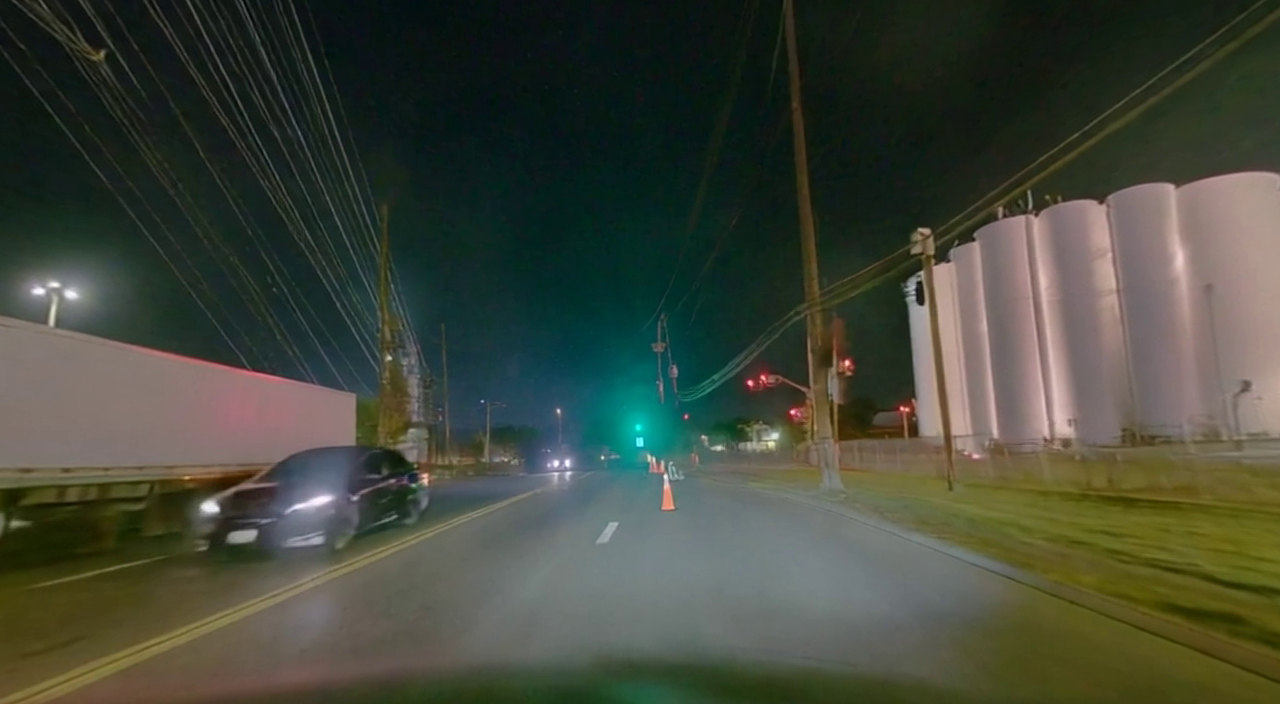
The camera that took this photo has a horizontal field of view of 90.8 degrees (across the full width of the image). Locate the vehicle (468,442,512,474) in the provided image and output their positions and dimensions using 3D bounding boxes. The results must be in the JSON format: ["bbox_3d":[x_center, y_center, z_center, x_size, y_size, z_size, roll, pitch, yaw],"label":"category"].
[{"bbox_3d":[-9.082,6.418,38.525,2.169,1.826,4.755,1,-9,-9],"label":"vehicle"}]

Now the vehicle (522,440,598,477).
[{"bbox_3d":[-3.750,5.135,30.682,1.944,1.645,4.701,-2,-9,16],"label":"vehicle"}]

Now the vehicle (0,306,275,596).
[{"bbox_3d":[-8.471,1.284,8.272,2.905,3.133,7.675,0,-8,-2],"label":"vehicle"}]

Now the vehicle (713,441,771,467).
[{"bbox_3d":[6.110,6.021,37.489,2.053,1.477,4.218,-4,-10,29],"label":"vehicle"}]

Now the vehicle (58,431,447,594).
[{"bbox_3d":[-4.295,1.825,8.182,2.117,1.484,4.544,0,-8,1],"label":"vehicle"}]
